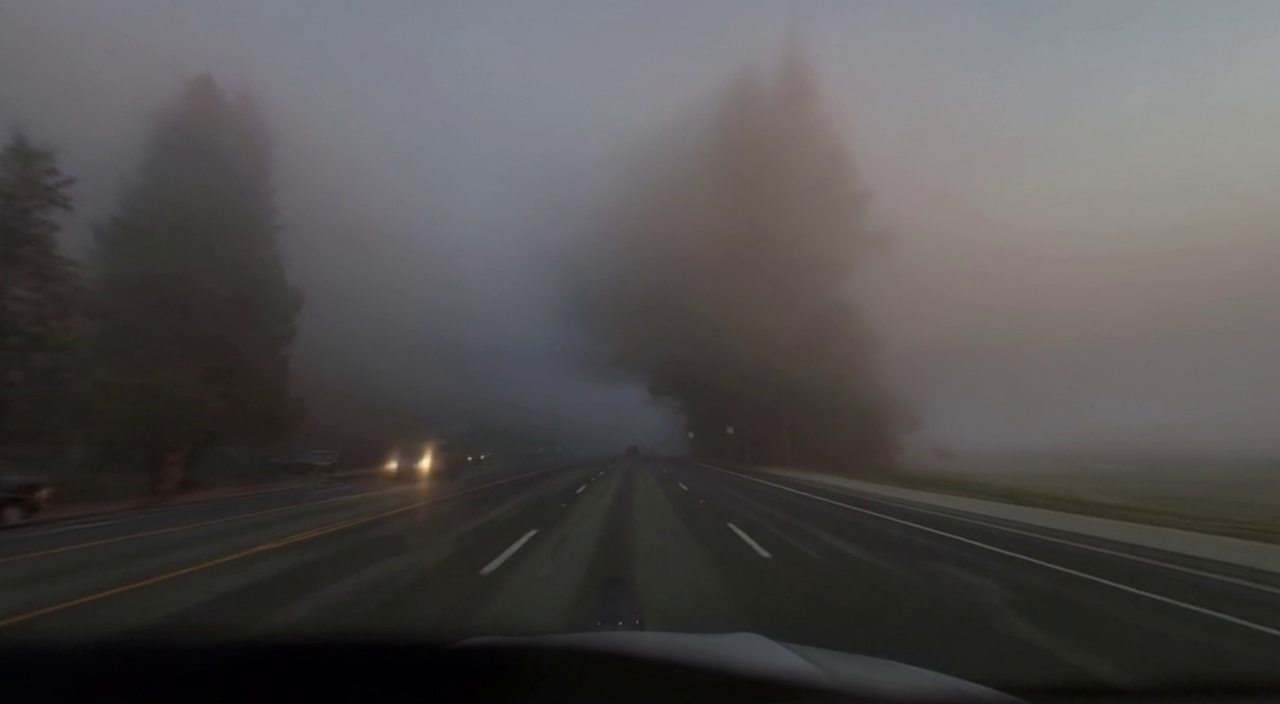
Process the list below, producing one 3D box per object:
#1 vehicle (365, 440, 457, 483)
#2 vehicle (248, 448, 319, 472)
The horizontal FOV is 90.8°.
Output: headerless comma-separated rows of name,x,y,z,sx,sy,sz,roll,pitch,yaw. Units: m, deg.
vehicle,-9.856,4.742,27.642,2.365,1.697,4.391,0,-8,0
vehicle,-24.559,7.456,43.632,3.658,1.605,1.985,0,-9,0
